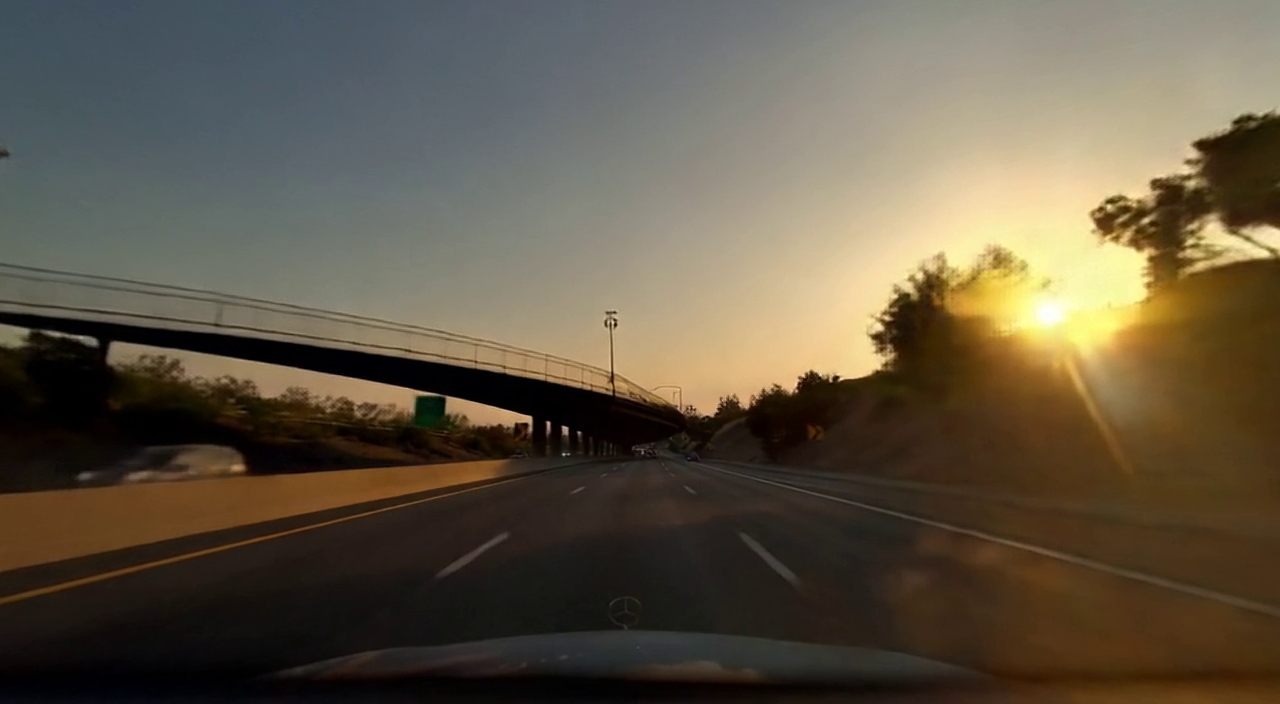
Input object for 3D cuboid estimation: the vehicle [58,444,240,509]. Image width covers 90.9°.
[{"bbox_3d":[-15.795,3.984,20.715,2.051,1.861,4.741,0,-9,1],"label":"vehicle"}]
